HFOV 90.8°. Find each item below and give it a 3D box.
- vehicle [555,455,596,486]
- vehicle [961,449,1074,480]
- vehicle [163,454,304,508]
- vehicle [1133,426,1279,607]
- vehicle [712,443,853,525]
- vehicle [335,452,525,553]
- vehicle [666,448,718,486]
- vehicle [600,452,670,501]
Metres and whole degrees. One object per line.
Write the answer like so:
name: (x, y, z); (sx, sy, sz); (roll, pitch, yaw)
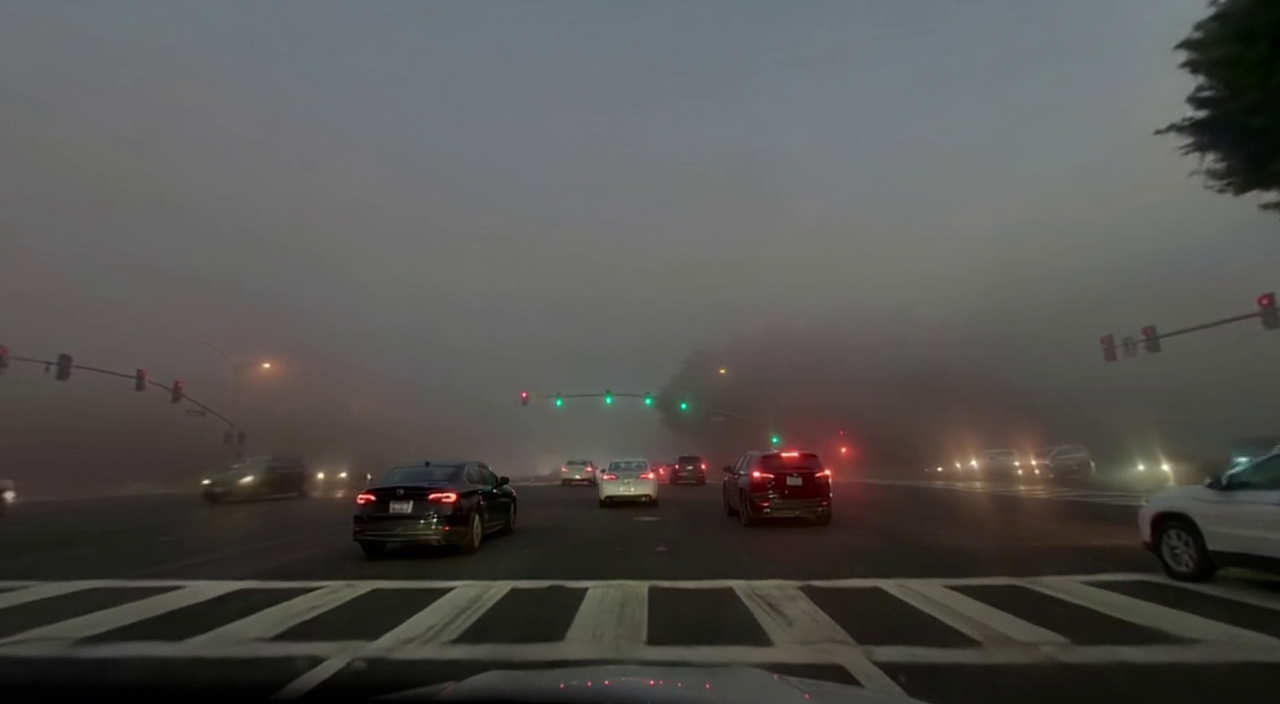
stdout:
vehicle: (-3.855, 7.182, 38.591); (2.033, 1.714, 4.278); (-1, -9, 0)
vehicle: (19.373, 5.768, 32.545); (4.620, 1.446, 1.950); (0, -9, -3)
vehicle: (-14.495, 4.575, 22.960); (1.970, 1.708, 4.777); (0, -9, -1)
vehicle: (6.543, 1.281, 4.594); (1.959, 1.553, 4.809); (0, -9, -1)
vehicle: (3.062, 2.961, 14.833); (1.996, 1.566, 4.917); (0, -9, -2)
vehicle: (-3.574, 2.632, 11.810); (2.045, 1.463, 4.490); (0, -9, 0)
vehicle: (2.589, 5.886, 32.620); (2.138, 1.778, 4.422); (0, -9, -2)
vehicle: (-0.197, 4.073, 21.077); (2.098, 1.461, 3.958); (0, -9, -2)
